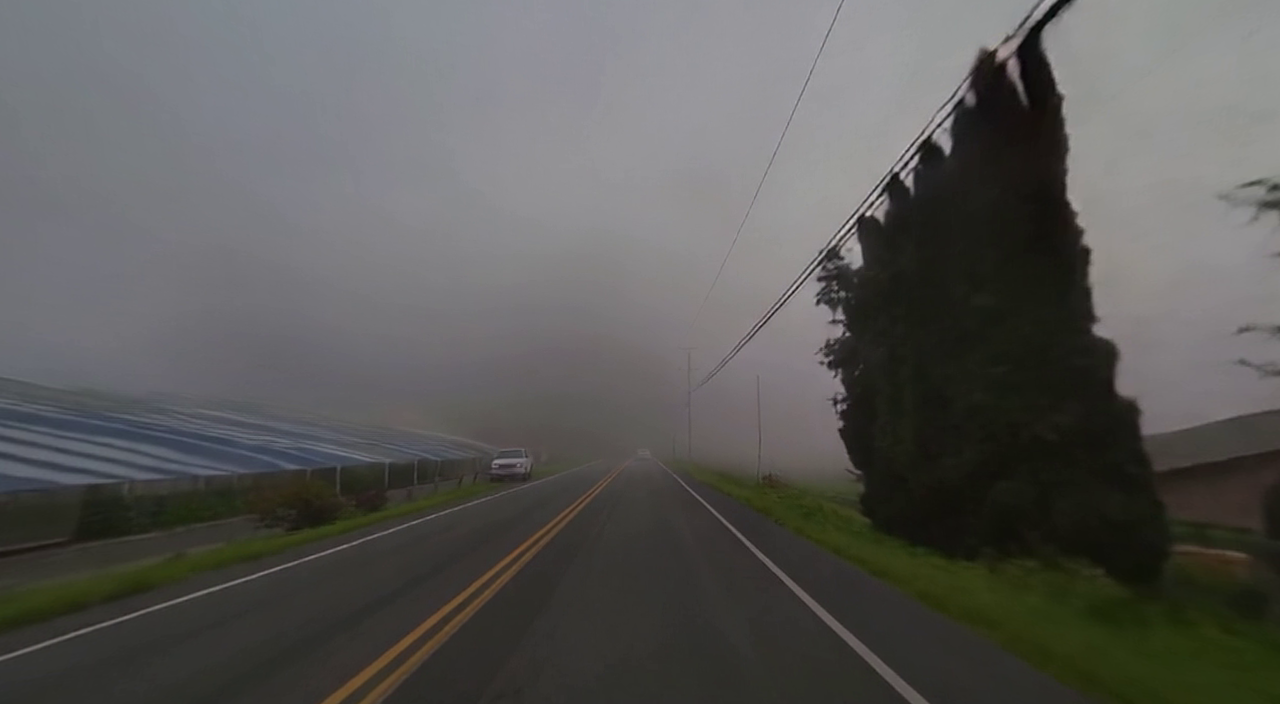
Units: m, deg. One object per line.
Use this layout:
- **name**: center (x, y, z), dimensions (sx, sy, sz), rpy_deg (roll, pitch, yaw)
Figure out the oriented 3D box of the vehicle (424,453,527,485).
- **vehicle**: center (-8.115, 5.816, 31.456), dimensions (4.525, 1.499, 1.934), rpy_deg (0, -8, 1)
